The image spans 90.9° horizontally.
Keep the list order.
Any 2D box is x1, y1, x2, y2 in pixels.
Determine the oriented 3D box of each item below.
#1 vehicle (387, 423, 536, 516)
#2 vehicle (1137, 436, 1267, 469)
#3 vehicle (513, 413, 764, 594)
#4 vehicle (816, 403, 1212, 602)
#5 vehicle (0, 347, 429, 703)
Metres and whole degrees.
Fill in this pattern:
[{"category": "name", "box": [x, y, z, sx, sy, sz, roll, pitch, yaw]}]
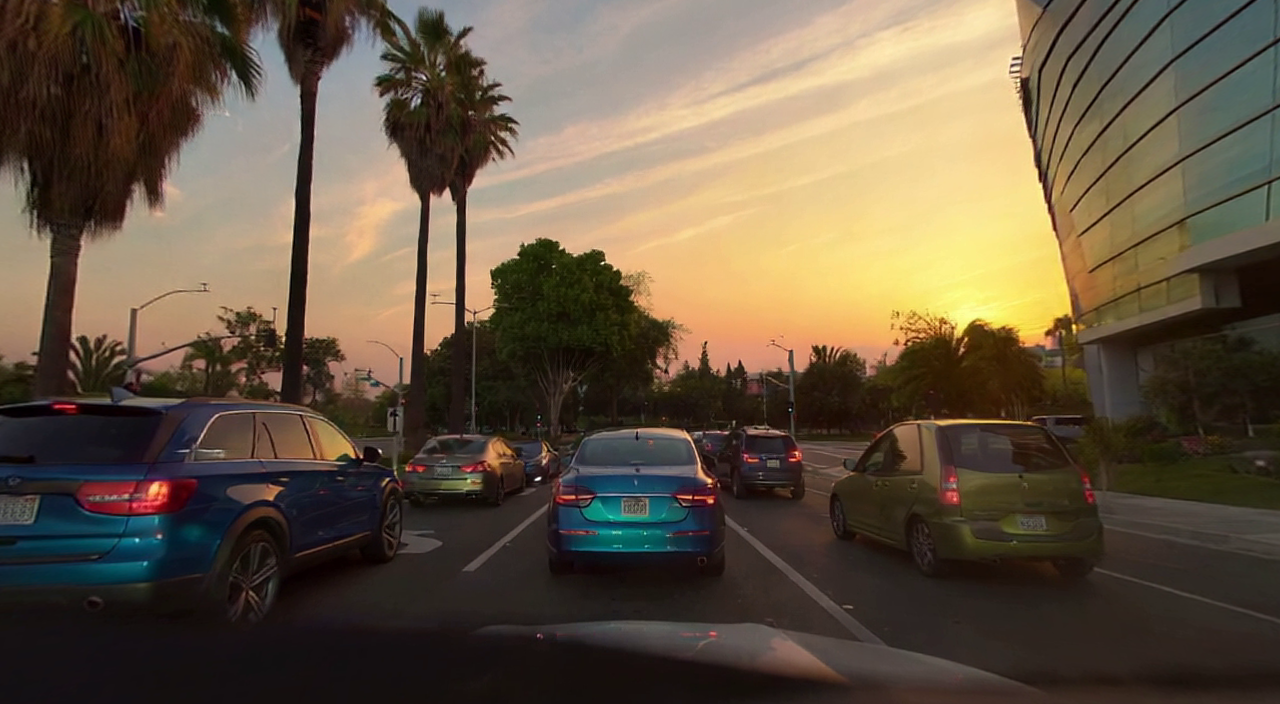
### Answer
[{"category": "vehicle", "box": [-3.467, 2.357, 13.077, 1.917, 1.631, 3.768, 0, -8, 1]}, {"category": "vehicle", "box": [25.446, 4.546, 28.654, 4.014, 1.417, 1.777, -1, -8, 5]}, {"category": "vehicle", "box": [-0.055, 1.663, 7.819, 2.219, 1.586, 4.321, 0, -8, -1]}, {"category": "vehicle", "box": [3.835, 1.618, 7.688, 2.064, 1.696, 4.431, 0, -8, 0]}, {"category": "vehicle", "box": [-3.542, 1.173, 5.354, 2.014, 1.775, 4.404, 0, -8, -1]}]
